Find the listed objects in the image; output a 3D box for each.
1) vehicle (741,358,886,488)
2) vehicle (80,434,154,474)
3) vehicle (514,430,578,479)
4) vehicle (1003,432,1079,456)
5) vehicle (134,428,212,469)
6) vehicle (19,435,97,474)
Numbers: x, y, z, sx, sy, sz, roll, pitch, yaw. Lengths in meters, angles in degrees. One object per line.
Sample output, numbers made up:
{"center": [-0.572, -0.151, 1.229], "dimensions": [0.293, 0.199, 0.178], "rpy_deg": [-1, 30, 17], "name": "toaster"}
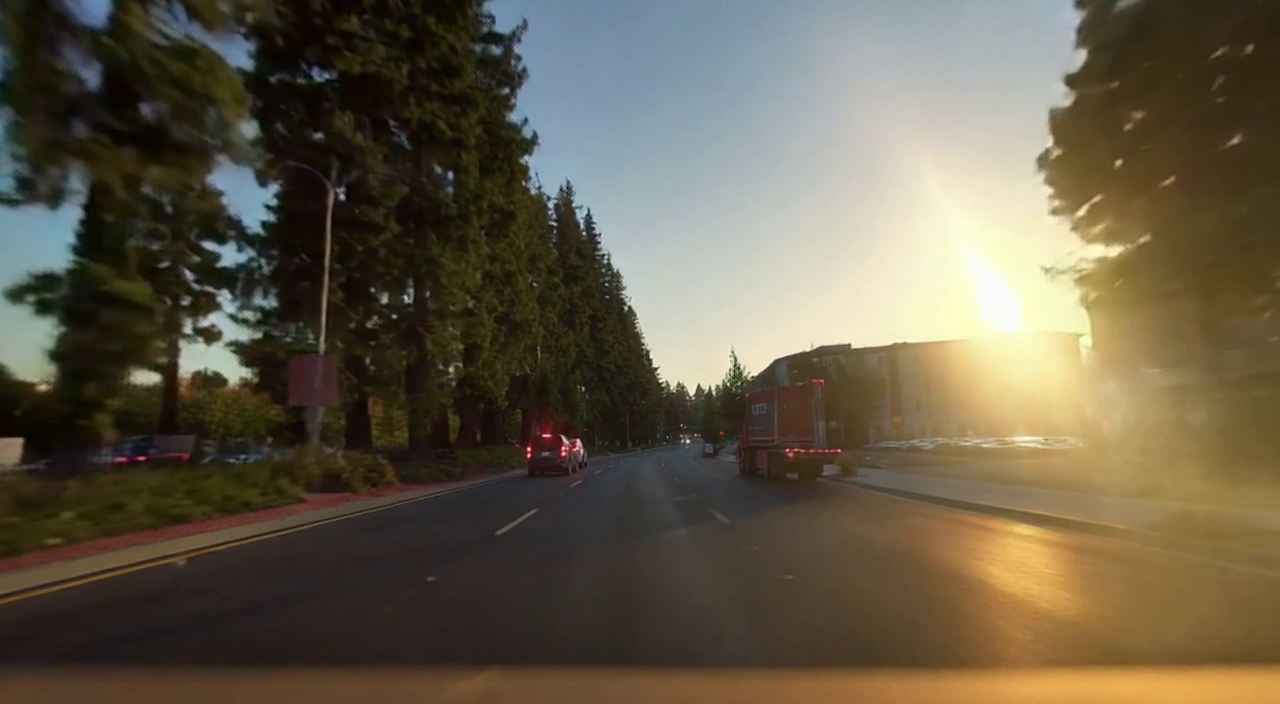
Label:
{"center": [6.161, 2.885, 24.379], "dimensions": [2.981, 4.106, 8.794], "rpy_deg": [0, -9, 0], "name": "vehicle"}
{"center": [-36.305, 7.054, 43.799], "dimensions": [5.674, 2.586, 2.268], "rpy_deg": [-6, -10, 35], "name": "vehicle"}
{"center": [-4.376, 4.894, 30.419], "dimensions": [2.270, 2.068, 5.865], "rpy_deg": [0, -9, -1], "name": "vehicle"}
{"center": [30.246, 6.987, 47.776], "dimensions": [4.346, 1.772, 1.955], "rpy_deg": [0, -10, 0], "name": "vehicle"}
{"center": [-34.580, 7.208, 46.723], "dimensions": [6.078, 2.726, 2.294], "rpy_deg": [-7, -12, 31], "name": "vehicle"}
{"center": [-38.860, 6.795, 42.126], "dimensions": [6.478, 2.425, 2.435], "rpy_deg": [-6, -11, 36], "name": "vehicle"}
